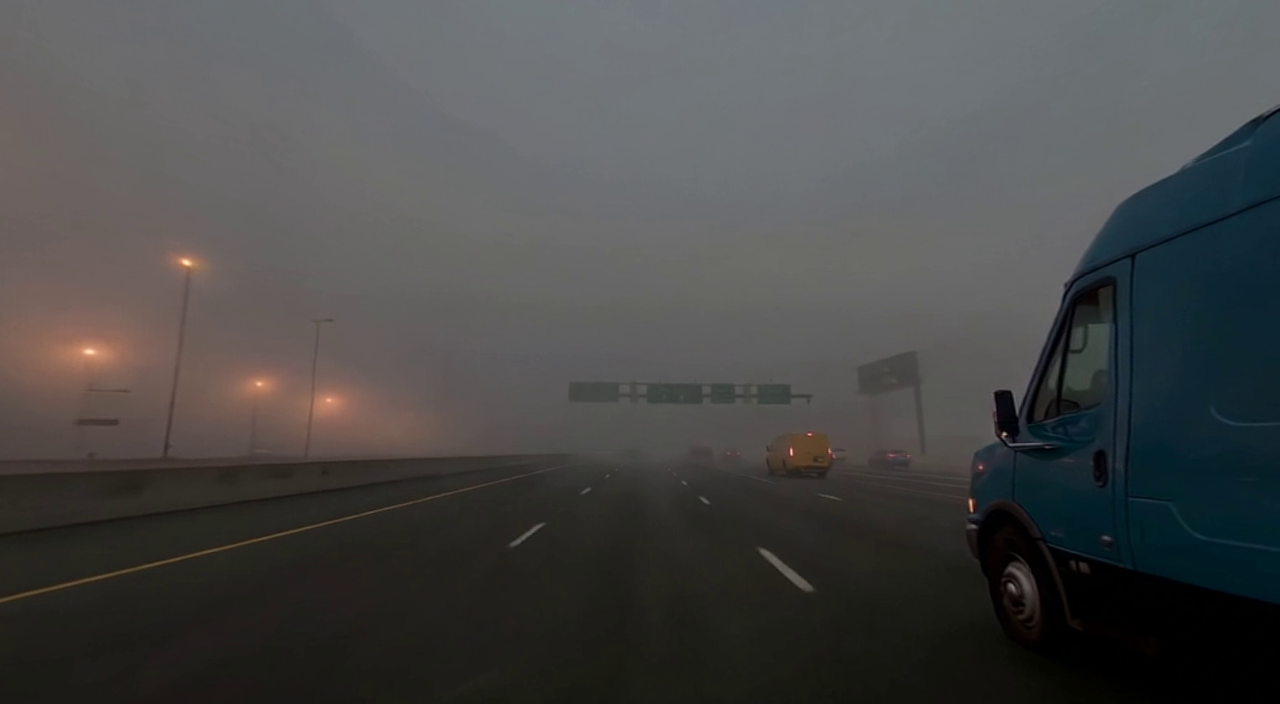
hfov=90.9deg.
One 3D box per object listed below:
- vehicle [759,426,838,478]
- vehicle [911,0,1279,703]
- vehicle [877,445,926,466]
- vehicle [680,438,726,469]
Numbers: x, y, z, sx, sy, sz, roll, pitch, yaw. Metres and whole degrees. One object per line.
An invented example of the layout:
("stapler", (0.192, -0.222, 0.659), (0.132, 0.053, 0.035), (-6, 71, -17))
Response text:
("vehicle", (7.419, 4.759, 30.204), (2.301, 2.203, 5.419), (0, -8, 0))
("vehicle", (3.257, 0.118, 1.022), (2.436, 2.745, 7.034), (0, -8, 0))
("vehicle", (19.099, 7.531, 46.186), (1.802, 1.463, 4.148), (0, -8, 0))
("vehicle", (4.143, 6.821, 42.637), (2.464, 1.961, 5.520), (0, -8, -1))
